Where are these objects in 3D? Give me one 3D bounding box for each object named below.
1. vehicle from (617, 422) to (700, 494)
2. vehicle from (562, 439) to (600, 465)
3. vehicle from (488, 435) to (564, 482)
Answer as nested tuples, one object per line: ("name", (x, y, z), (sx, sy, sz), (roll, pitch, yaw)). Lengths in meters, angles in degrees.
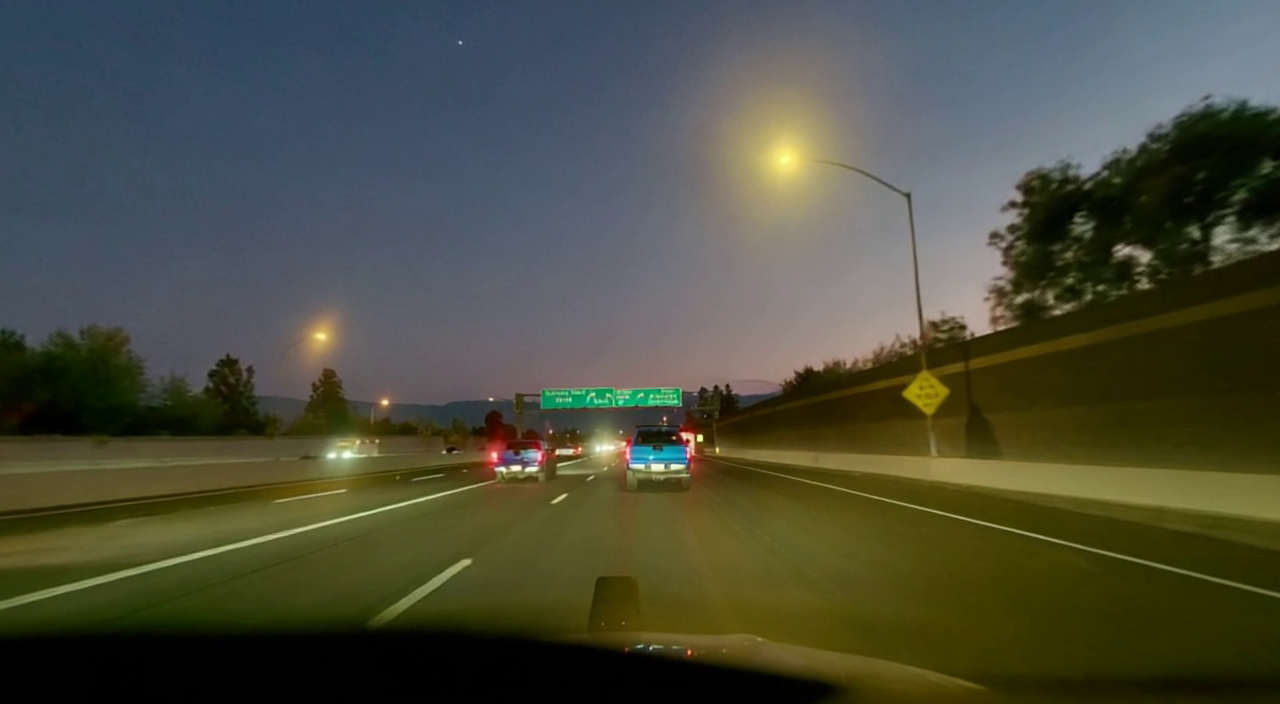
("vehicle", (0.480, 3.011, 18.227), (2.083, 1.792, 4.782), (0, -8, 1))
("vehicle", (-3.851, 6.650, 42.046), (2.061, 1.584, 4.290), (0, -8, 1))
("vehicle", (-4.242, 4.051, 24.242), (1.961, 1.591, 4.756), (0, -8, 1))
